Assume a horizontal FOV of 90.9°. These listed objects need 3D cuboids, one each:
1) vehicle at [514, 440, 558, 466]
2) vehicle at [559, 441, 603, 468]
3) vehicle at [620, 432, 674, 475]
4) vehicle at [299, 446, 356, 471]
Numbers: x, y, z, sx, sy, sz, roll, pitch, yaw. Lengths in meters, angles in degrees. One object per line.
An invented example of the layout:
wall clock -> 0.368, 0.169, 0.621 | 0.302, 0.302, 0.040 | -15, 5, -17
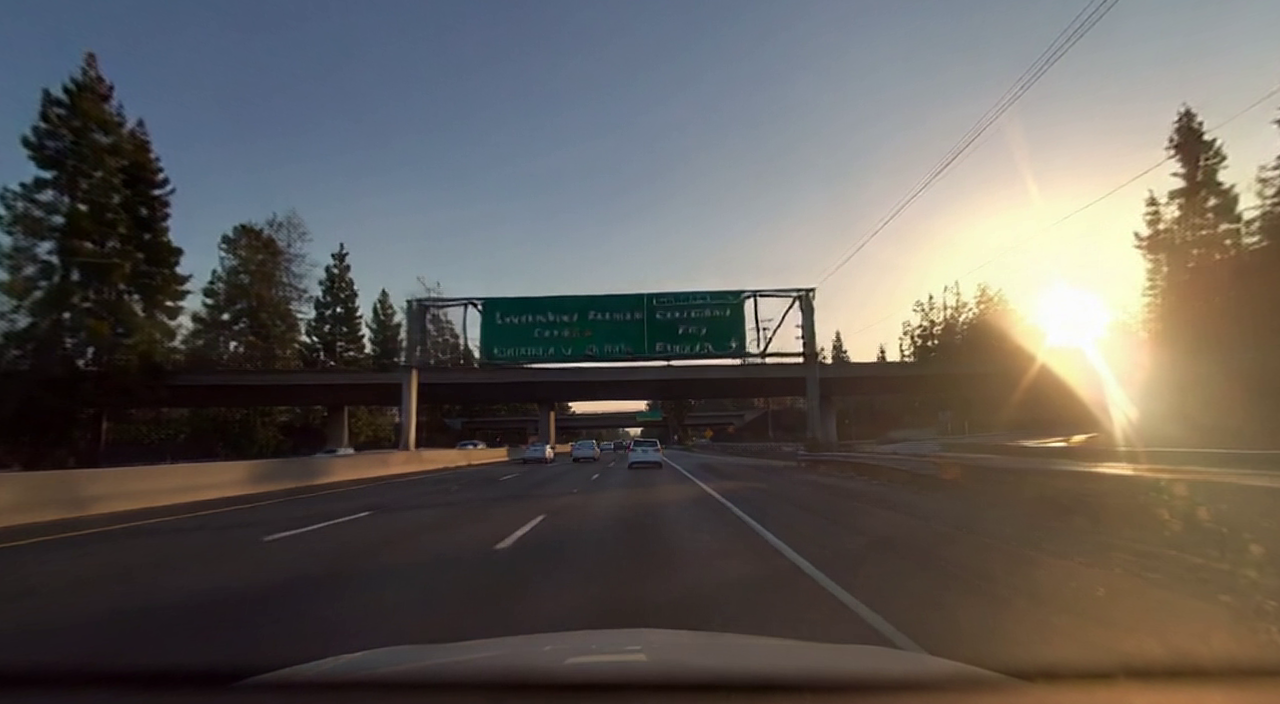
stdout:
vehicle -> -7.210, 7.034, 44.149 | 2.139, 1.653, 4.614 | 0, -8, 2
vehicle -> -3.379, 5.971, 36.940 | 2.056, 1.464, 4.564 | 0, -8, 1
vehicle -> 0.279, 4.394, 27.416 | 2.152, 1.697, 4.066 | 0, -8, 0
vehicle -> -22.917, 7.787, 46.417 | 1.867, 1.696, 4.566 | 0, -8, 0
